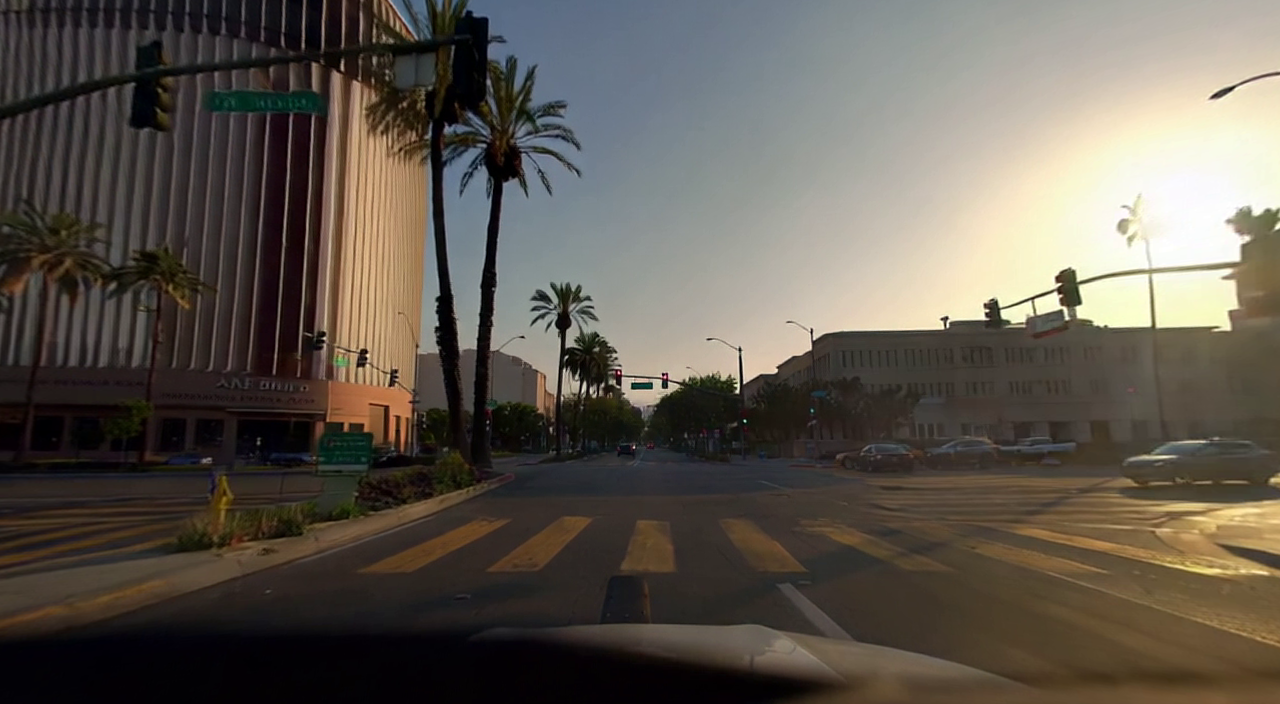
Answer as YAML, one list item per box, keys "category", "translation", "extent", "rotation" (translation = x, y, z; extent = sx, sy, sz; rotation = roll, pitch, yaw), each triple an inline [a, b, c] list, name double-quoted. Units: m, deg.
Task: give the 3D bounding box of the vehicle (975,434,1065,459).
- category: "vehicle"
  translation: [23.714, 5.914, 39.418]
  extent: [4.423, 1.465, 1.798]
  rotation: [0, -8, 1]

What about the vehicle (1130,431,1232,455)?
- category: "vehicle"
  translation: [33.380, 5.620, 38.989]
  extent: [4.567, 1.458, 1.791]
  rotation: [0, -8, 1]

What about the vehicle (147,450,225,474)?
- category: "vehicle"
  translation: [-32.864, 7.945, 45.675]
  extent: [4.136, 1.661, 1.857]
  rotation: [0, -8, 1]

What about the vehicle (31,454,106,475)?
- category: "vehicle"
  translation: [-41.431, 8.161, 45.726]
  extent: [3.698, 1.467, 1.779]
  rotation: [0, -8, 1]

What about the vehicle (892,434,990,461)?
- category: "vehicle"
  translation: [17.112, 5.438, 35.959]
  extent: [4.684, 1.461, 1.777]
  rotation: [0, -8, -1]

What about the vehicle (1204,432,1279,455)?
- category: "vehicle"
  translation: [42.293, 6.346, 43.715]
  extent: [4.437, 1.469, 1.811]
  rotation: [0, -8, 0]

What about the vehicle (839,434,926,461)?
- category: "vehicle"
  translation: [15.190, 6.015, 39.663]
  extent: [4.648, 1.665, 1.910]
  rotation: [0, -8, 0]
